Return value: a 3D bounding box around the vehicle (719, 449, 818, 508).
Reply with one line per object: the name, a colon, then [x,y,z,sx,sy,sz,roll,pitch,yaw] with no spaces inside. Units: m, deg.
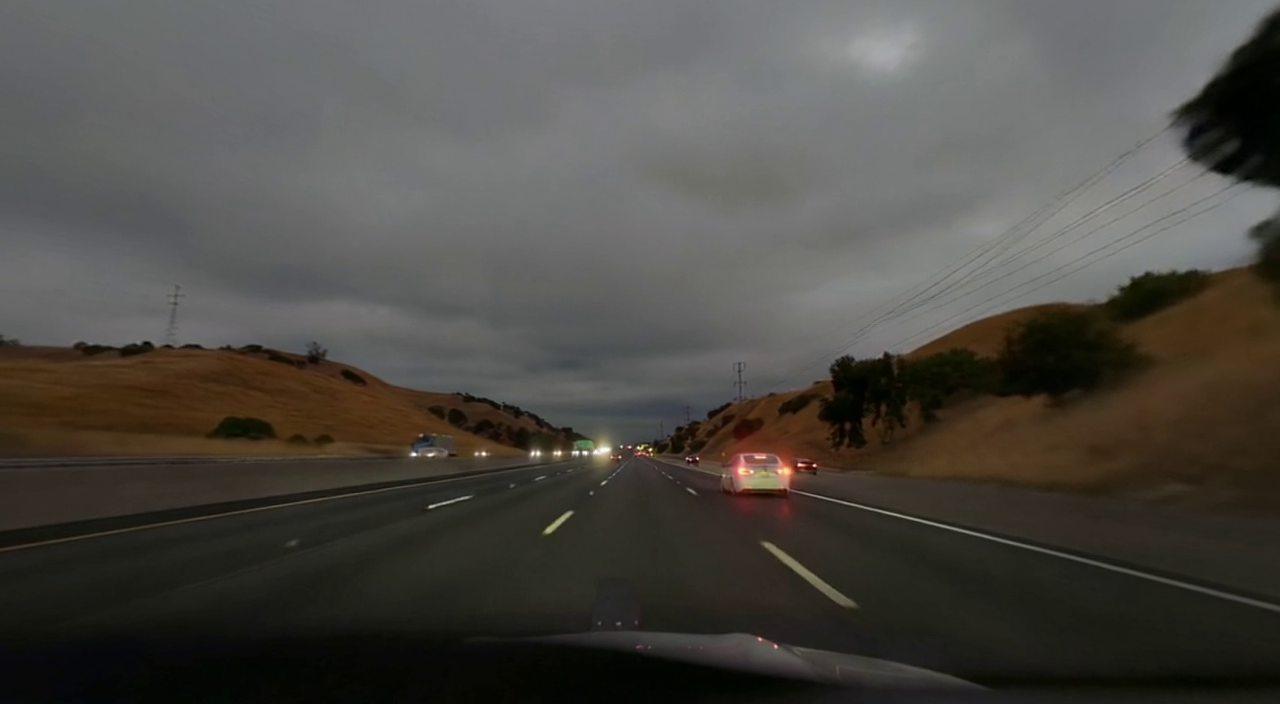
vehicle: [3.745,3.750,19.190,2.086,1.542,4.355,0,-9,0]
